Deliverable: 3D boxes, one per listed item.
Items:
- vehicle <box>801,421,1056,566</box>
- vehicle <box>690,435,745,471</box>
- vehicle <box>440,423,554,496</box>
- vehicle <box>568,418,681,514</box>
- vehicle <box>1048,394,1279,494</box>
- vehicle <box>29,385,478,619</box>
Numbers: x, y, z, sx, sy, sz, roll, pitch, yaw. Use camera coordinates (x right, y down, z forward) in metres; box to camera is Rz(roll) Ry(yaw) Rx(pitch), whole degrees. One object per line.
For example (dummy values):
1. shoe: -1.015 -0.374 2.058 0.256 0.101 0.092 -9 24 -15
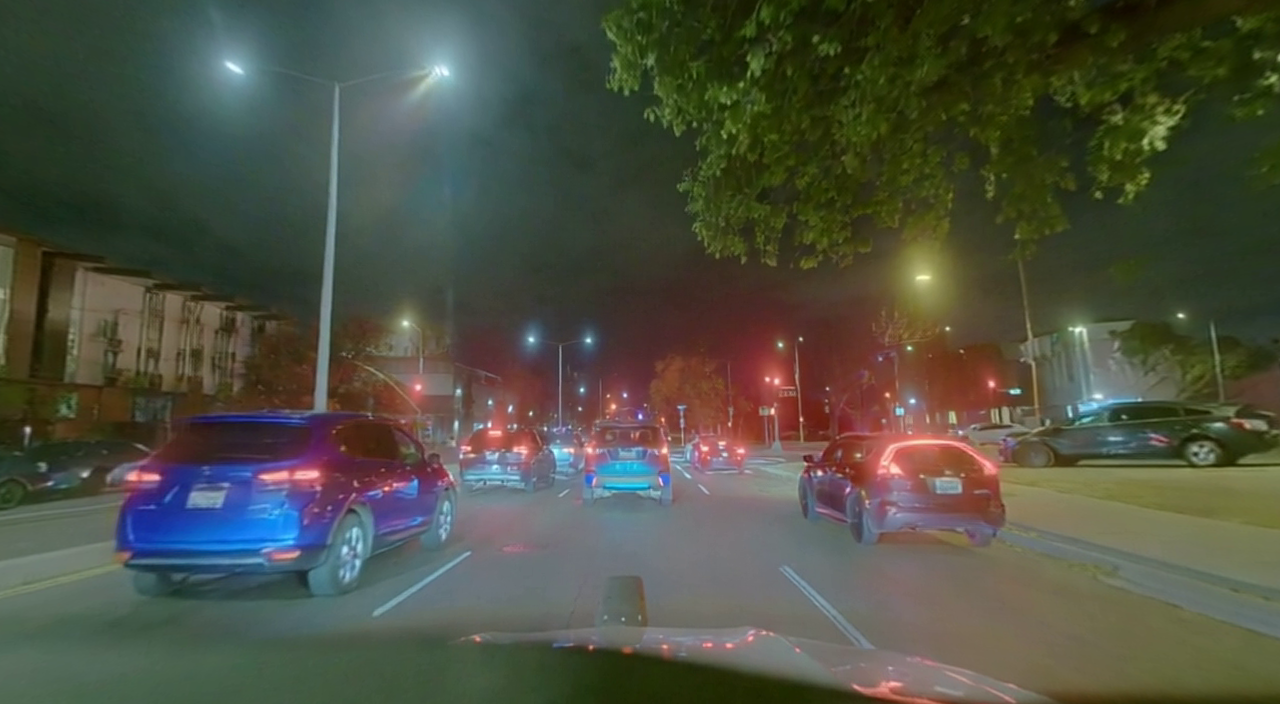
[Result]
1. vehicle: 3.644 1.824 8.838 1.847 1.554 3.885 0 -8 2
2. vehicle: 3.375 4.501 28.058 1.948 1.475 4.093 0 -8 0
3. vehicle: -3.706 2.886 17.176 2.012 1.701 4.316 0 -8 1
4. vehicle: -0.232 2.355 13.398 2.022 1.700 4.084 0 -8 1
5. vehicle: 12.520 2.089 14.291 4.991 1.978 2.090 -8 -12 42
6. vehicle: -3.426 1.420 6.862 2.047 1.710 4.314 0 -9 1
